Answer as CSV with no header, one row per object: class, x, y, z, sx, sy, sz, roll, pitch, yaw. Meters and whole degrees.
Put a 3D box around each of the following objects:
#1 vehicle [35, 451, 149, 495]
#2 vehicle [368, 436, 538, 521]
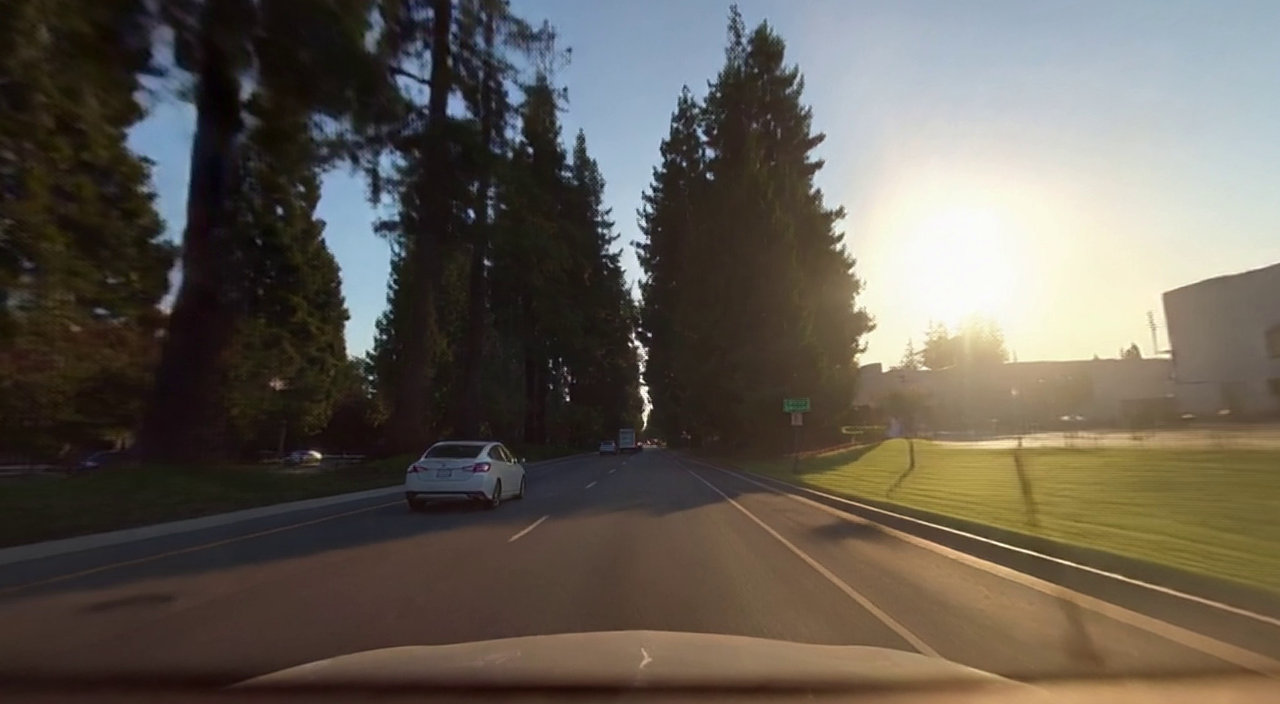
vehicle,-31.819,6.988,36.863,2.223,1.991,5.316,-5,-7,-4
vehicle,-3.625,2.525,13.240,2.033,1.454,4.512,-1,-8,2
